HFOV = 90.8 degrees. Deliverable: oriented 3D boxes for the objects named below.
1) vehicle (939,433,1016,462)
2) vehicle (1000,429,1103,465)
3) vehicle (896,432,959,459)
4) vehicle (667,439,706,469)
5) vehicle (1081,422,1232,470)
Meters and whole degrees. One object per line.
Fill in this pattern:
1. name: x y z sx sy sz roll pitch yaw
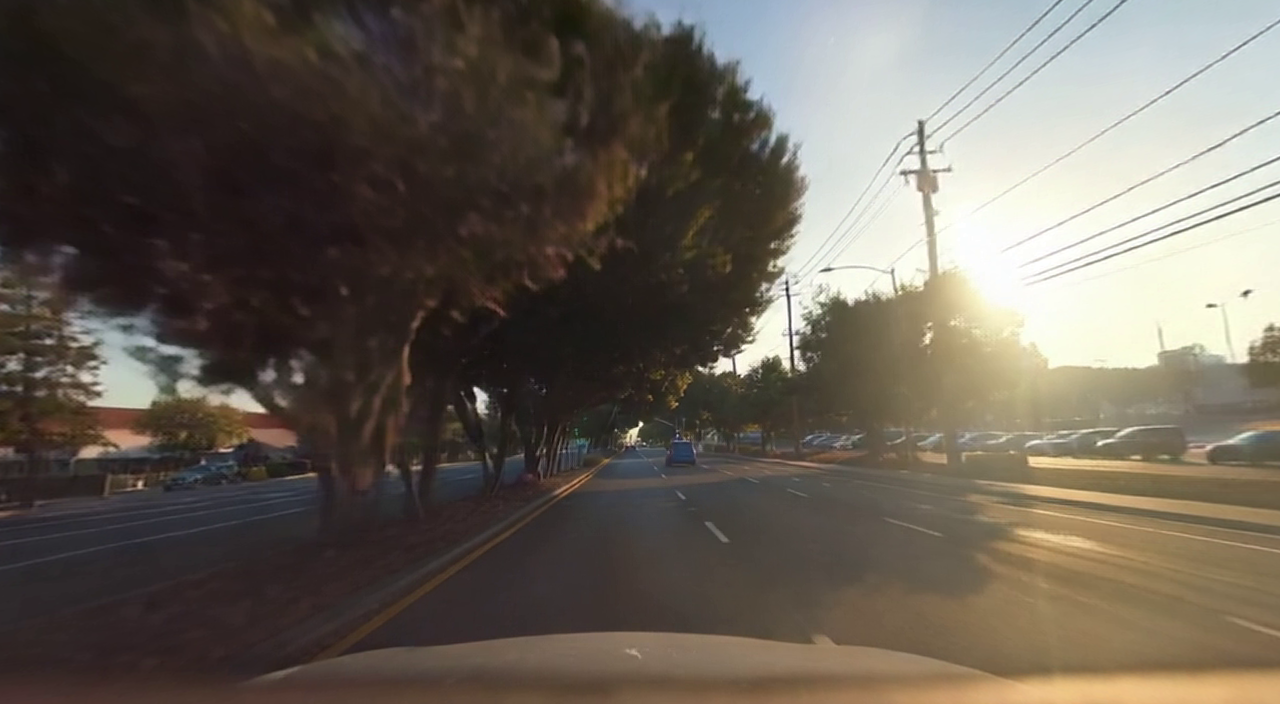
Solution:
1. vehicle: 20.084 5.732 37.893 2.021 1.640 4.620 -1 -9 0
2. vehicle: 20.260 4.724 31.360 1.896 1.656 4.653 0 -9 -1
3. vehicle: 19.889 6.517 43.956 1.941 1.784 4.967 0 -9 -1
4. vehicle: 2.949 6.592 41.077 2.086 1.803 4.607 0 -9 -1
5. vehicle: 20.266 3.742 25.131 1.983 1.730 4.563 0 -9 -2
